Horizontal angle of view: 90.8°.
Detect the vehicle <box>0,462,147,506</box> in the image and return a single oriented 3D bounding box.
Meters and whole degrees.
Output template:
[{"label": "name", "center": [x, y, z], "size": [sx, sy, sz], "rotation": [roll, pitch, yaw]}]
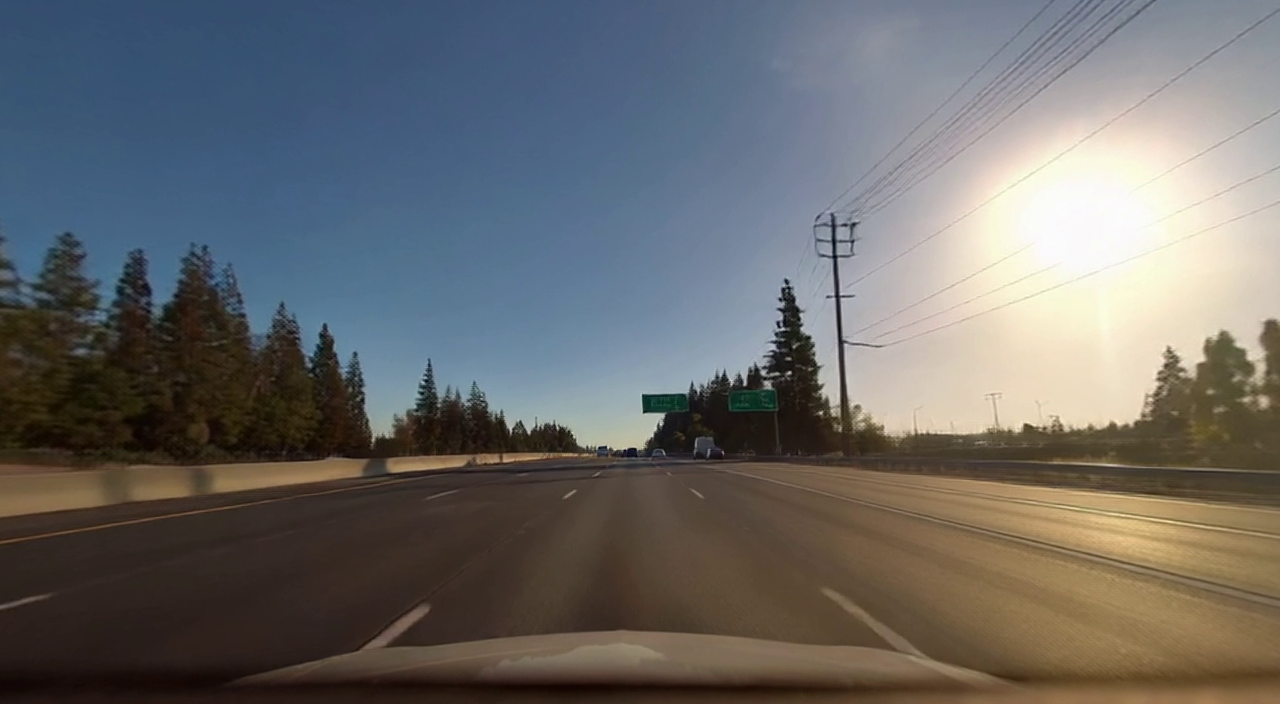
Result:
[{"label": "vehicle", "center": [-25.653, 5.886, 28.648], "size": [2.119, 1.654, 5.632], "rotation": [0, -9, 0]}]
